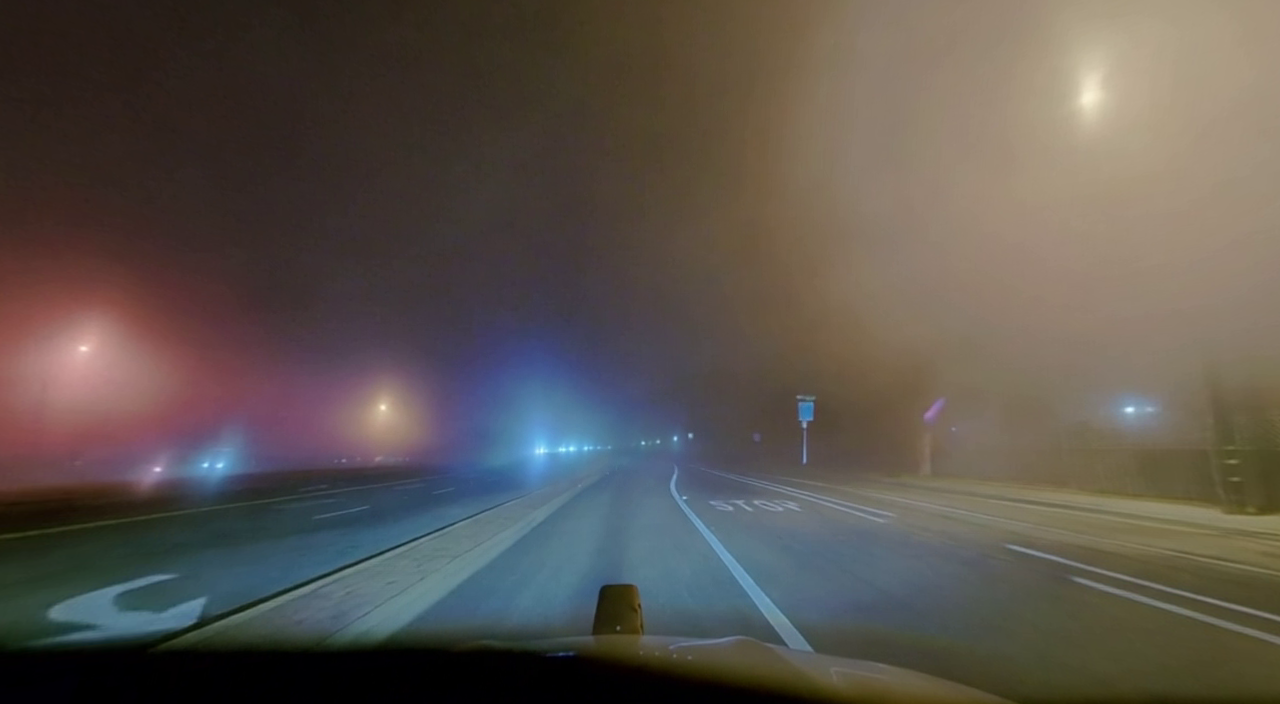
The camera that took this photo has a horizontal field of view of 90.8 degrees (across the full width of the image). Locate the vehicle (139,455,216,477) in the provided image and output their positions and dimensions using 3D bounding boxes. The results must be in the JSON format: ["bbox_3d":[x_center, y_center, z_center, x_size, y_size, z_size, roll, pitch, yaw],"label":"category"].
[{"bbox_3d":[-33.054,8.160,45.216,4.108,1.480,1.800,0,-9,1],"label":"vehicle"}]
